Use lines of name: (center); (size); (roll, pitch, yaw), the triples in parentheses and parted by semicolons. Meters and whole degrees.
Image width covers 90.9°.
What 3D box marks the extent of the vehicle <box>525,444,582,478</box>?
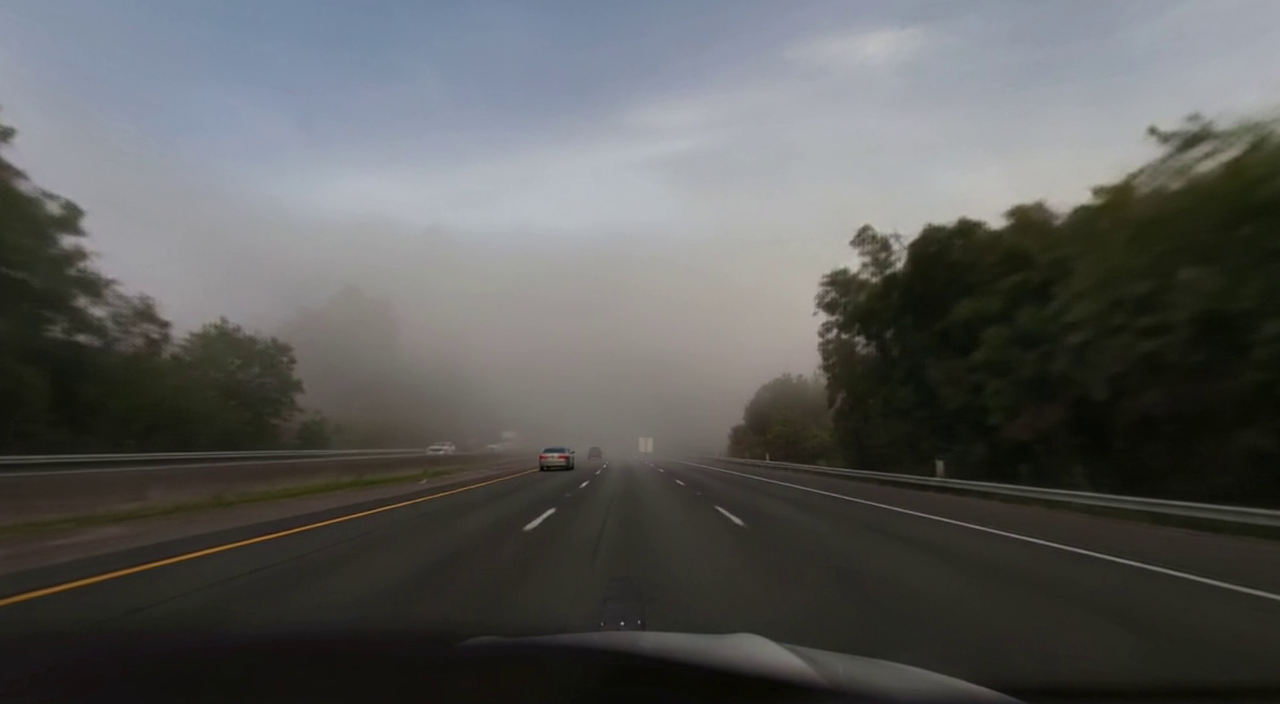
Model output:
vehicle: (-4.080, 5.234, 30.512); (2.169, 1.473, 4.631); (0, -9, -1)
